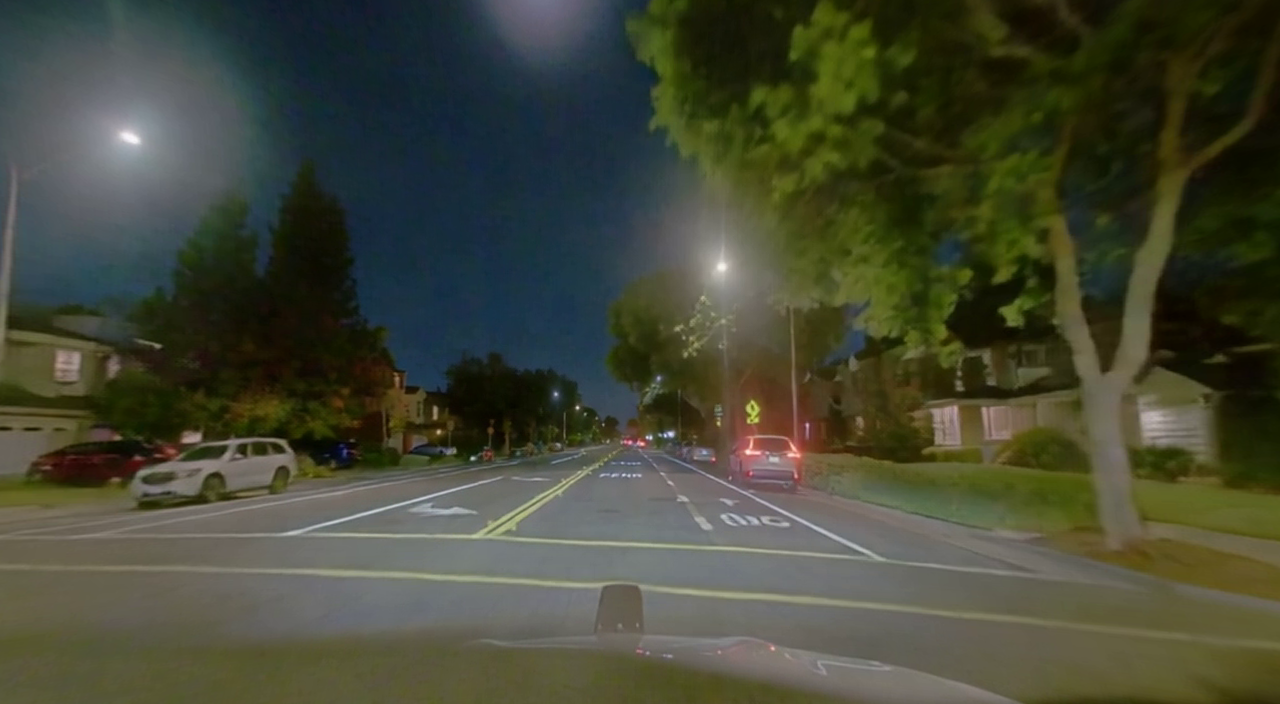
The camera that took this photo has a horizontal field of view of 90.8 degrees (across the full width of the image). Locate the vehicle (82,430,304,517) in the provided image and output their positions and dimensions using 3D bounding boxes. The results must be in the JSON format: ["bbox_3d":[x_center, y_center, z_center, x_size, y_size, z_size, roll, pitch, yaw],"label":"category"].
[{"bbox_3d":[-11.827,3.206,17.416,2.199,1.988,5.454,0,-8,-1],"label":"vehicle"}]

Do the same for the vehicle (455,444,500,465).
[{"bbox_3d":[-12.006,7.573,46.870,2.079,1.509,4.591,0,-8,1],"label":"vehicle"}]

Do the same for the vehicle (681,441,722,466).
[{"bbox_3d":[3.913,6.556,41.037,1.920,1.541,4.709,1,-8,-4],"label":"vehicle"}]

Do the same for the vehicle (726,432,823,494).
[{"bbox_3d":[4.160,3.512,20.367,2.027,1.751,4.433,0,-8,-2],"label":"vehicle"}]
